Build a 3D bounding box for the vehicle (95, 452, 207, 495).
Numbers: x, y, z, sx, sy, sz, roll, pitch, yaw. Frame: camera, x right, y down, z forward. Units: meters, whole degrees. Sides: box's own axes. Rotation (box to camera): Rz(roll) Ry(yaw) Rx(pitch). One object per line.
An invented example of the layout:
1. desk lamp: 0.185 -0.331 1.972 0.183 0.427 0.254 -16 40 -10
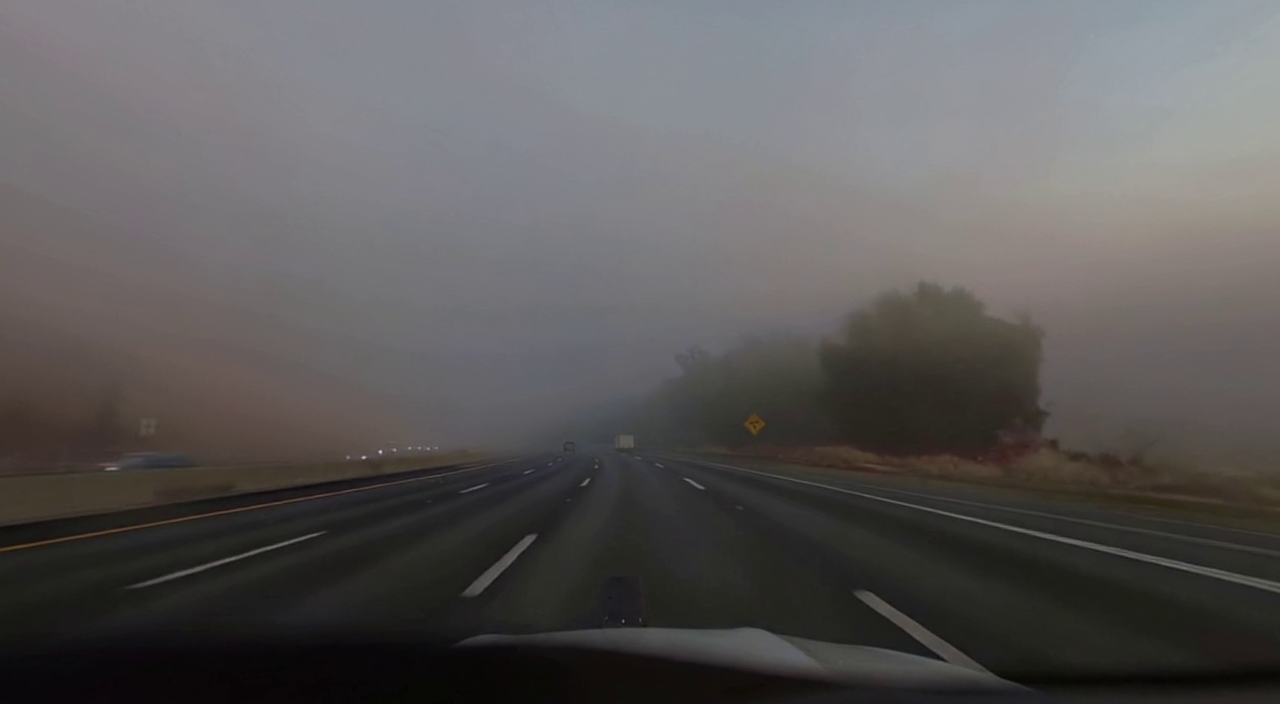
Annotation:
1. vehicle: -22.255 5.505 28.932 1.756 1.461 4.205 3 -6 -1
